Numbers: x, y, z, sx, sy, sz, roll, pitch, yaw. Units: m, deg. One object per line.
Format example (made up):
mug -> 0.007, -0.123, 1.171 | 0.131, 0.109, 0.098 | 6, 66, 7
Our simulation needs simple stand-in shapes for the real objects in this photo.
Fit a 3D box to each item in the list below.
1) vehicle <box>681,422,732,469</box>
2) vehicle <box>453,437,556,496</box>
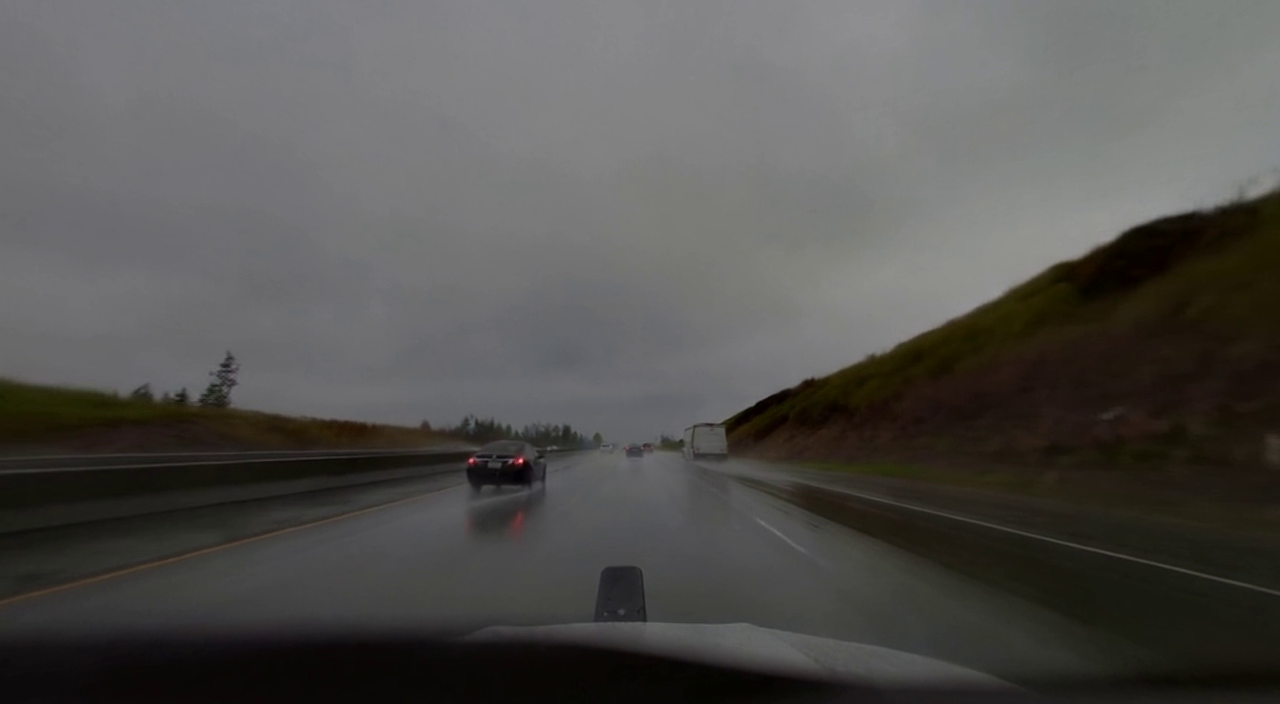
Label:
vehicle -> 3.935, 5.712, 38.420 | 2.361, 2.636, 5.684 | 0, -9, -1
vehicle -> -3.821, 3.333, 18.636 | 2.054, 1.529, 4.368 | 0, -9, 1
